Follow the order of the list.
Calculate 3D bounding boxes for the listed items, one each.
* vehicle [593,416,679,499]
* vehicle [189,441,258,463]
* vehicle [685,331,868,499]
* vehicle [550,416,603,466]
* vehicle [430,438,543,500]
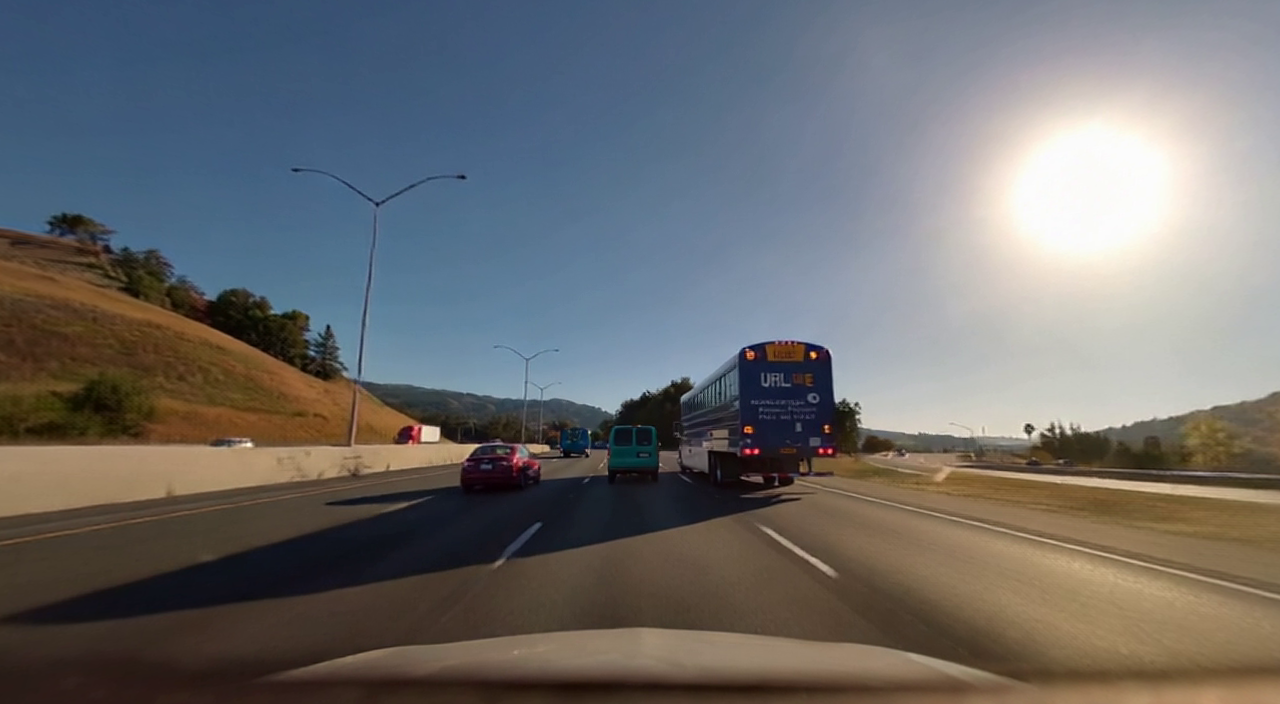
[{"bbox_3d":[-0.195,2.831,17.229,2.037,1.929,4.343,0,-8,-3],"label":"vehicle"},{"bbox_3d":[-28.948,6.964,44.043,1.806,1.435,4.578,0,-8,-2],"label":"vehicle"},{"bbox_3d":[3.797,2.455,22.049,3.006,4.101,13.245,0,-8,-2],"label":"vehicle"},{"bbox_3d":[-4.192,6.093,43.116,2.947,3.009,7.991,0,-8,-1],"label":"vehicle"},{"bbox_3d":[-4.006,3.112,17.277,2.039,1.453,4.197,0,-8,0],"label":"vehicle"}]
